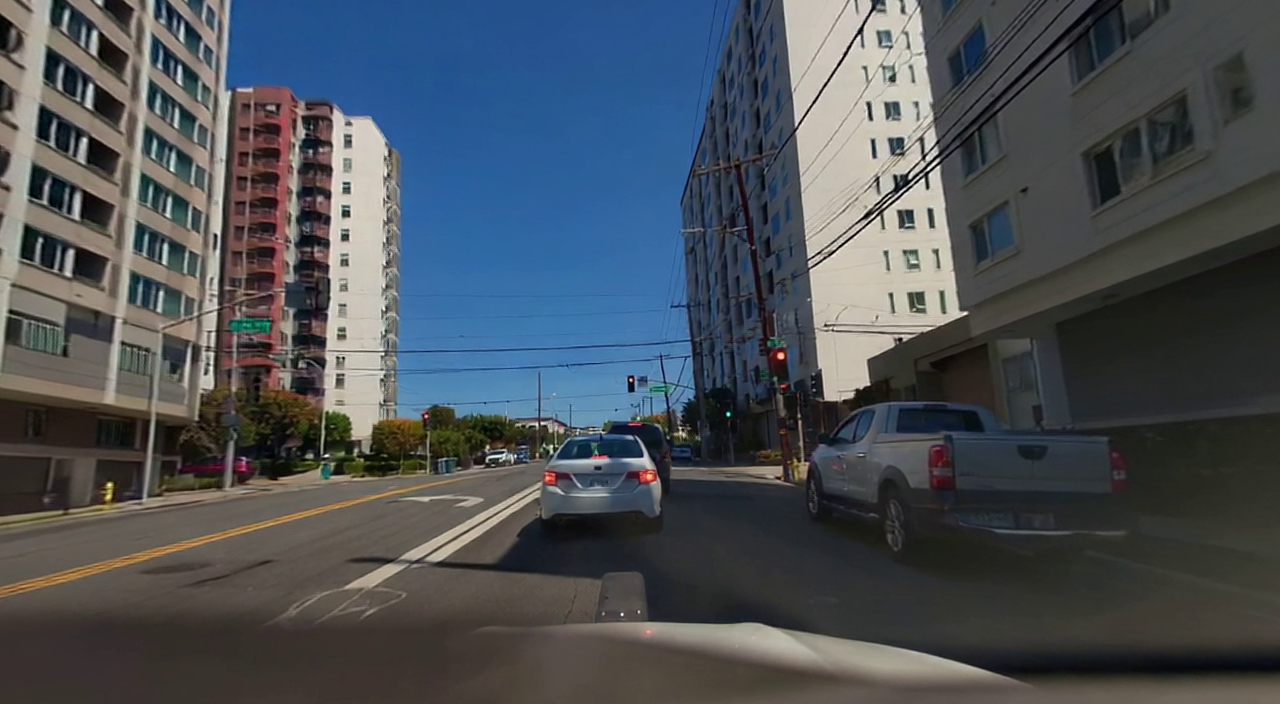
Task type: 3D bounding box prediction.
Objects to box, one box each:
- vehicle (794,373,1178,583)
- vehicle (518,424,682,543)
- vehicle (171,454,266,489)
[{"bbox_3d":[3.835,1.518,8.451,2.248,1.945,5.011,0,-8,0],"label":"vehicle"},{"bbox_3d":[-0.489,1.920,9.940,2.019,1.453,4.129,0,-8,0],"label":"vehicle"},{"bbox_3d":[-25.334,7.196,38.054,4.337,1.739,1.981,-5,-11,2],"label":"vehicle"}]
